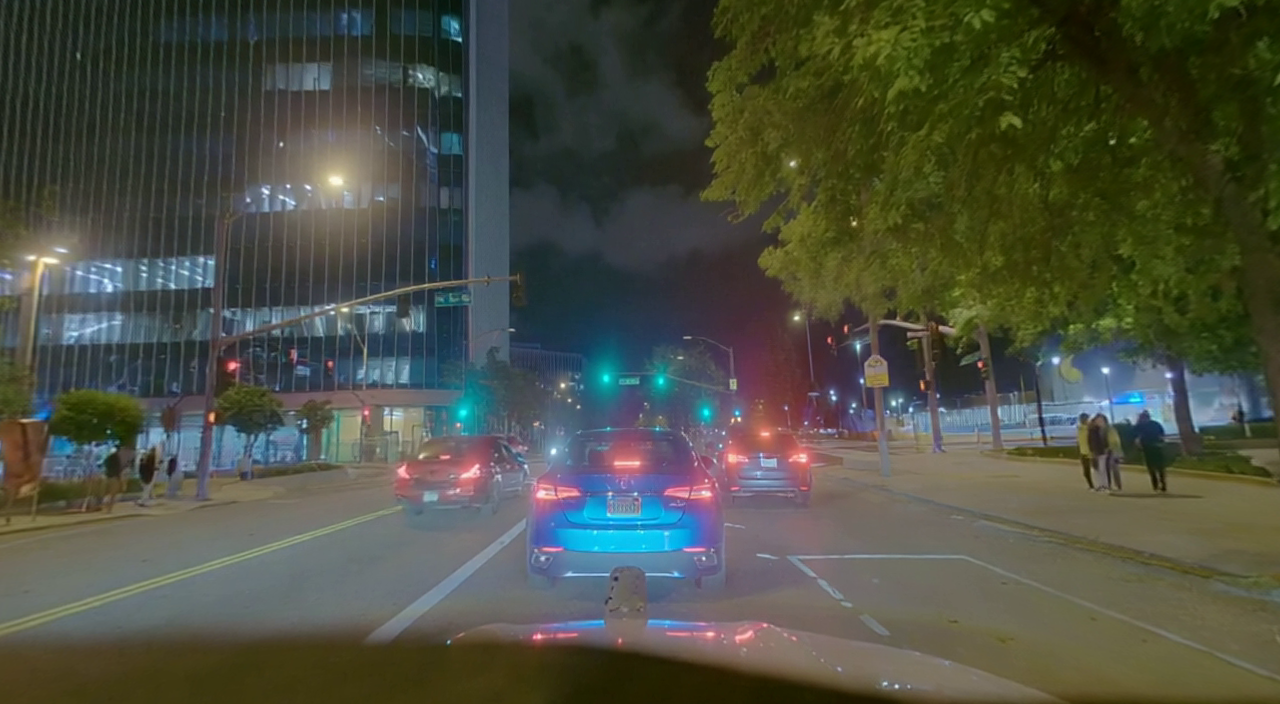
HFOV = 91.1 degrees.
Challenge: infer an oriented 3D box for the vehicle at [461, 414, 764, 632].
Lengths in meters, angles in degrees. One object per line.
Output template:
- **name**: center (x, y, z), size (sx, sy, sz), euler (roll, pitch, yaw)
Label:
- **vehicle**: center (-0.265, 1.472, 6.414), size (2.072, 1.476, 4.078), euler (0, -8, -2)

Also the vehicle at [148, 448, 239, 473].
- **vehicle**: center (-27.295, 6.609, 38.422), size (4.140, 1.486, 1.799), euler (0, -8, 0)

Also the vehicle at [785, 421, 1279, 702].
- **vehicle**: center (2.757, 1.412, 5.455), size (1.952, 1.464, 4.165), euler (0, -8, -1)

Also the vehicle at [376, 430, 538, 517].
- **vehicle**: center (-3.570, 2.470, 13.315), size (1.971, 1.496, 4.648), euler (0, -8, 1)
